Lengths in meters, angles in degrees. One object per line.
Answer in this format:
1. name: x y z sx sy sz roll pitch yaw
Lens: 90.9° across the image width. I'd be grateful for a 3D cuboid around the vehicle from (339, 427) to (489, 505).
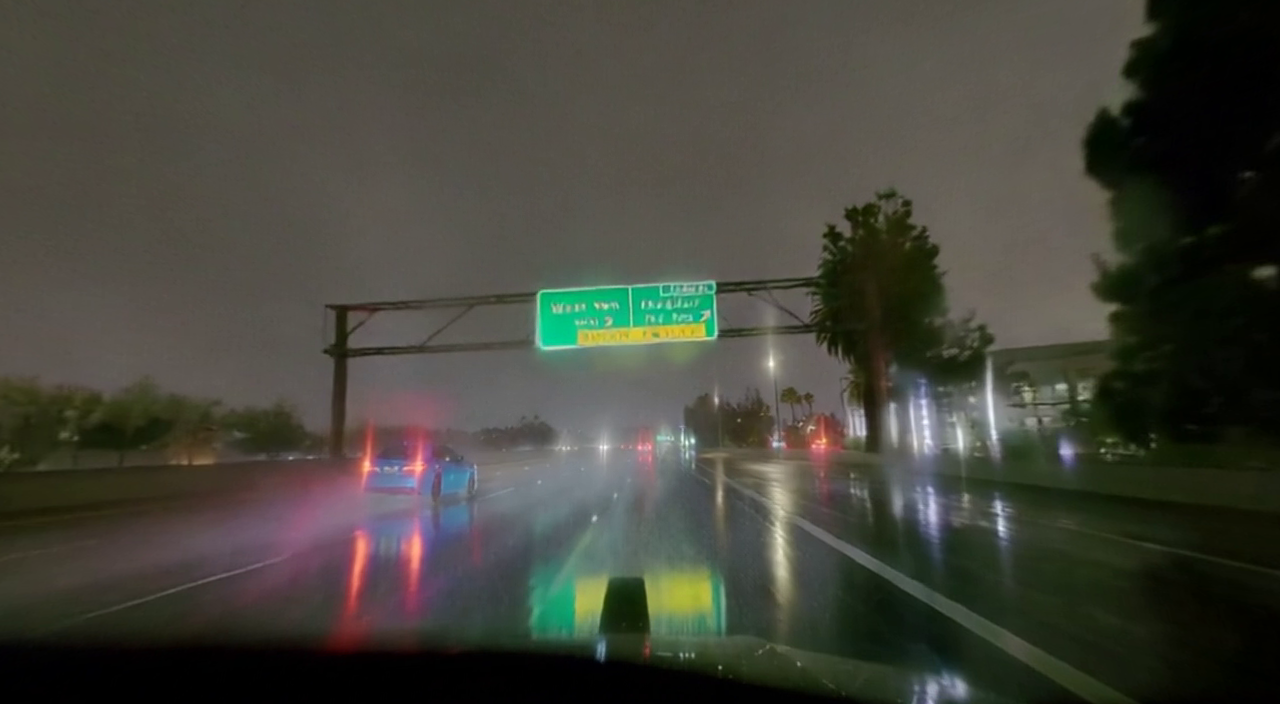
1. vehicle: -5.878 3.024 17.199 2.145 1.793 4.762 -1 -8 3
